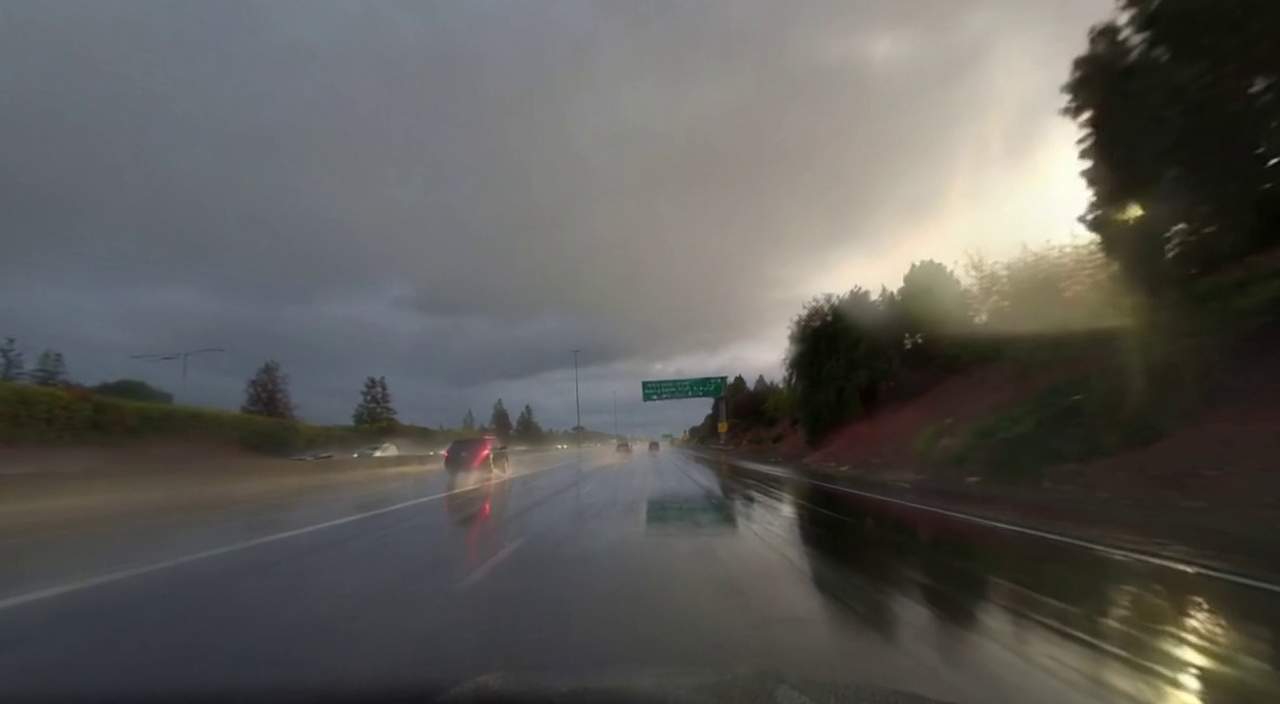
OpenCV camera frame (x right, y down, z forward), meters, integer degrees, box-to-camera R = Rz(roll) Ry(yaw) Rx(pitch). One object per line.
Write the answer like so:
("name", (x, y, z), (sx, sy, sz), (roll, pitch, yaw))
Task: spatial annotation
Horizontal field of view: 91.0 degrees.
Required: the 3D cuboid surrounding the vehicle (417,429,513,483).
("vehicle", (-6.865, 4.152, 25.482), (2.260, 1.917, 5.499), (0, -9, 0))
